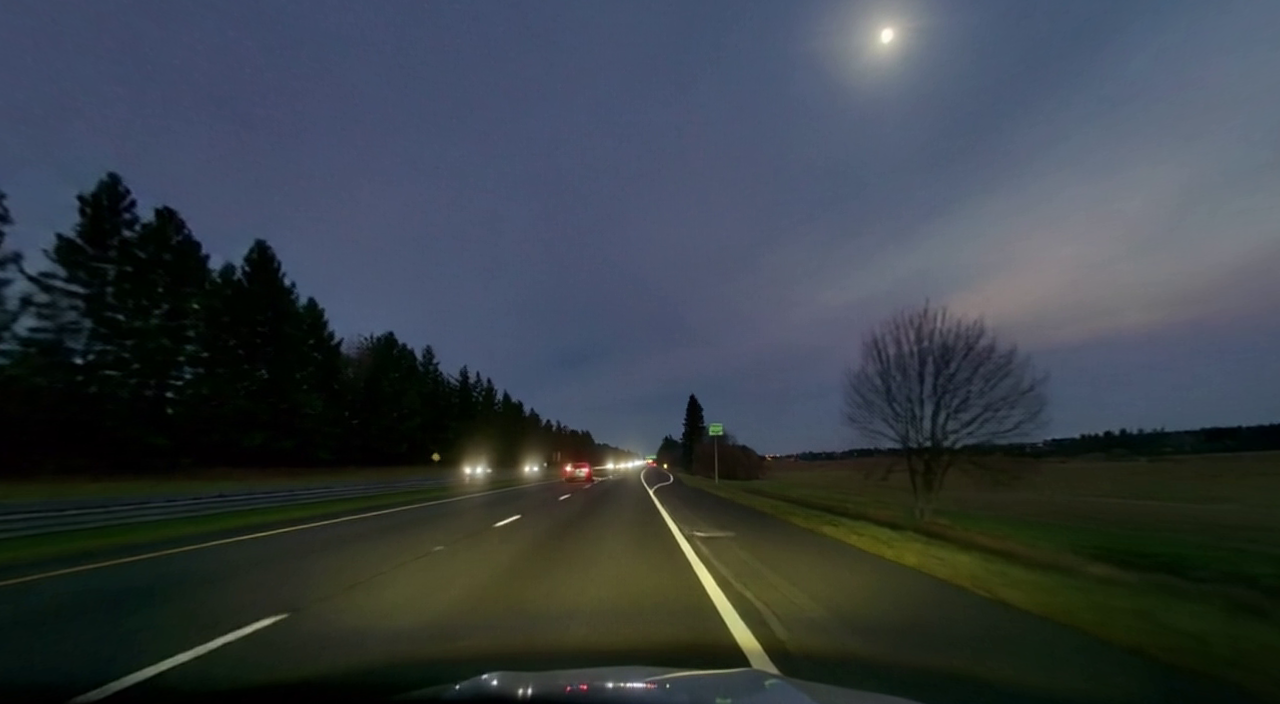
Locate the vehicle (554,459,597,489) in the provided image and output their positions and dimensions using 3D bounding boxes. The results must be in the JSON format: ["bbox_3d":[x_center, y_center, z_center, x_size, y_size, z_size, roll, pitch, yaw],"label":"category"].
[{"bbox_3d":[-3.758,7.278,37.624,2.042,1.629,4.276,1,-10,1],"label":"vehicle"}]
